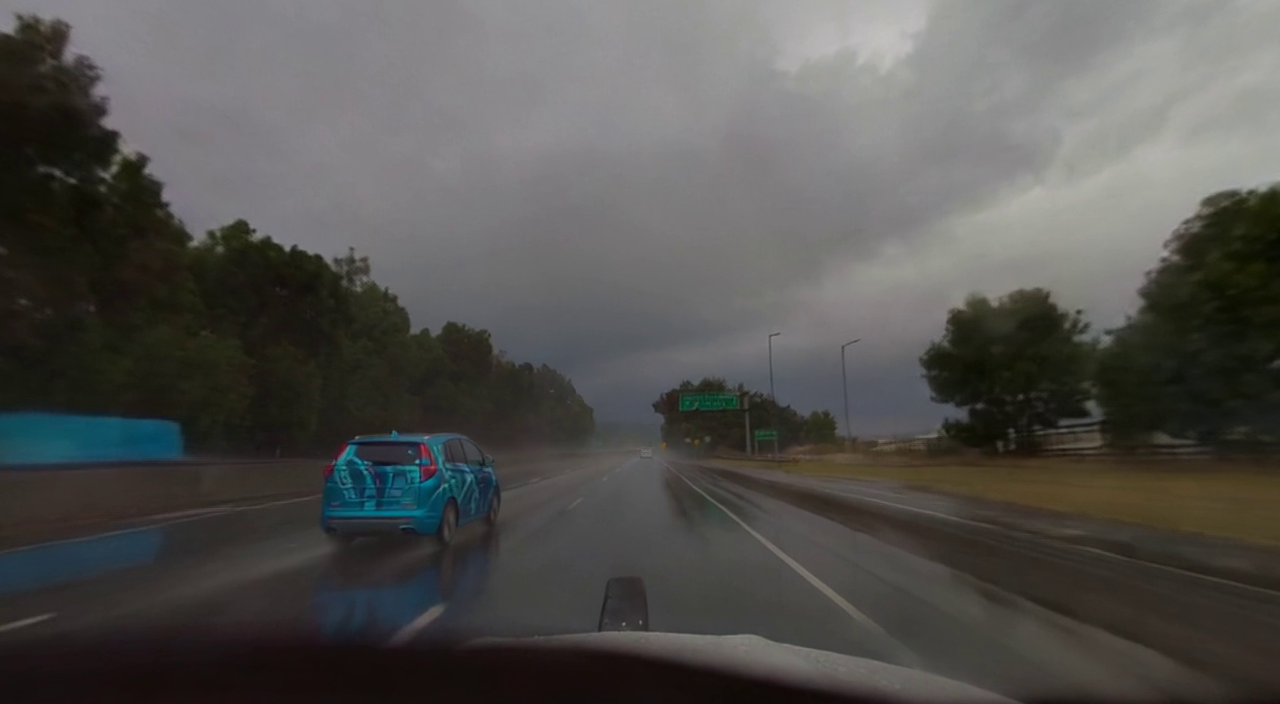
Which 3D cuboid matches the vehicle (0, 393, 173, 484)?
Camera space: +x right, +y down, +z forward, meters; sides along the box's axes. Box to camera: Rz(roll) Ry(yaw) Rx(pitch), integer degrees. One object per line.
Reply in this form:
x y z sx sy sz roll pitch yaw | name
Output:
-28.645 4.269 30.878 2.942 3.811 11.015 0 -8 1 | vehicle

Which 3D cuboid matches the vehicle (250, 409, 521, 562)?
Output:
-3.502 1.942 9.970 2.183 1.803 4.685 0 -8 2 | vehicle
